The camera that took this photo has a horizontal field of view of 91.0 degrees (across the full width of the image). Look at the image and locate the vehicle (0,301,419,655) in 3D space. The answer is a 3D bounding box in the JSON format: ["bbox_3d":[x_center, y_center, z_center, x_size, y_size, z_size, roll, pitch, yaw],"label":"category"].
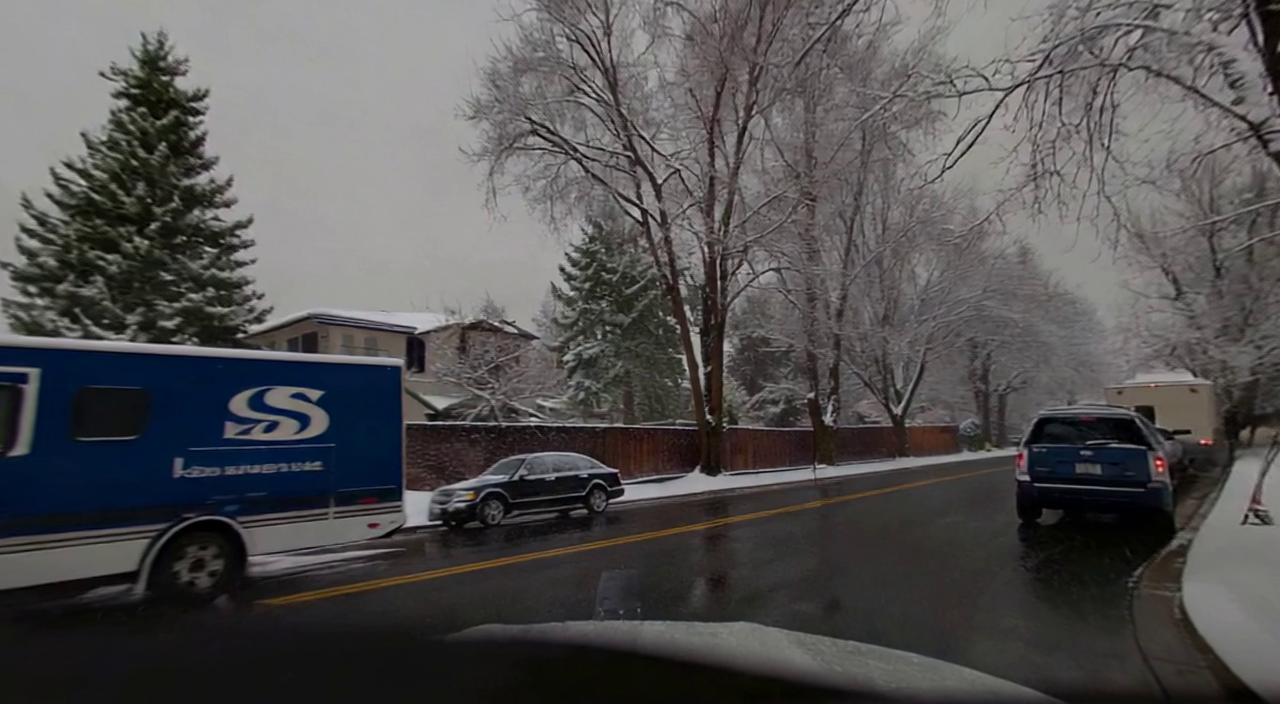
[{"bbox_3d":[-5.296,1.105,5.937,2.367,2.618,5.497,-8,-12,42],"label":"vehicle"}]

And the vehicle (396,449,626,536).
[{"bbox_3d":[-2.564,2.873,13.586,1.816,1.489,4.653,-8,-12,42],"label":"vehicle"}]

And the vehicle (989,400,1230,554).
[{"bbox_3d":[7.820,1.798,10.187,5.726,1.785,2.182,7,-10,-44],"label":"vehicle"}]
